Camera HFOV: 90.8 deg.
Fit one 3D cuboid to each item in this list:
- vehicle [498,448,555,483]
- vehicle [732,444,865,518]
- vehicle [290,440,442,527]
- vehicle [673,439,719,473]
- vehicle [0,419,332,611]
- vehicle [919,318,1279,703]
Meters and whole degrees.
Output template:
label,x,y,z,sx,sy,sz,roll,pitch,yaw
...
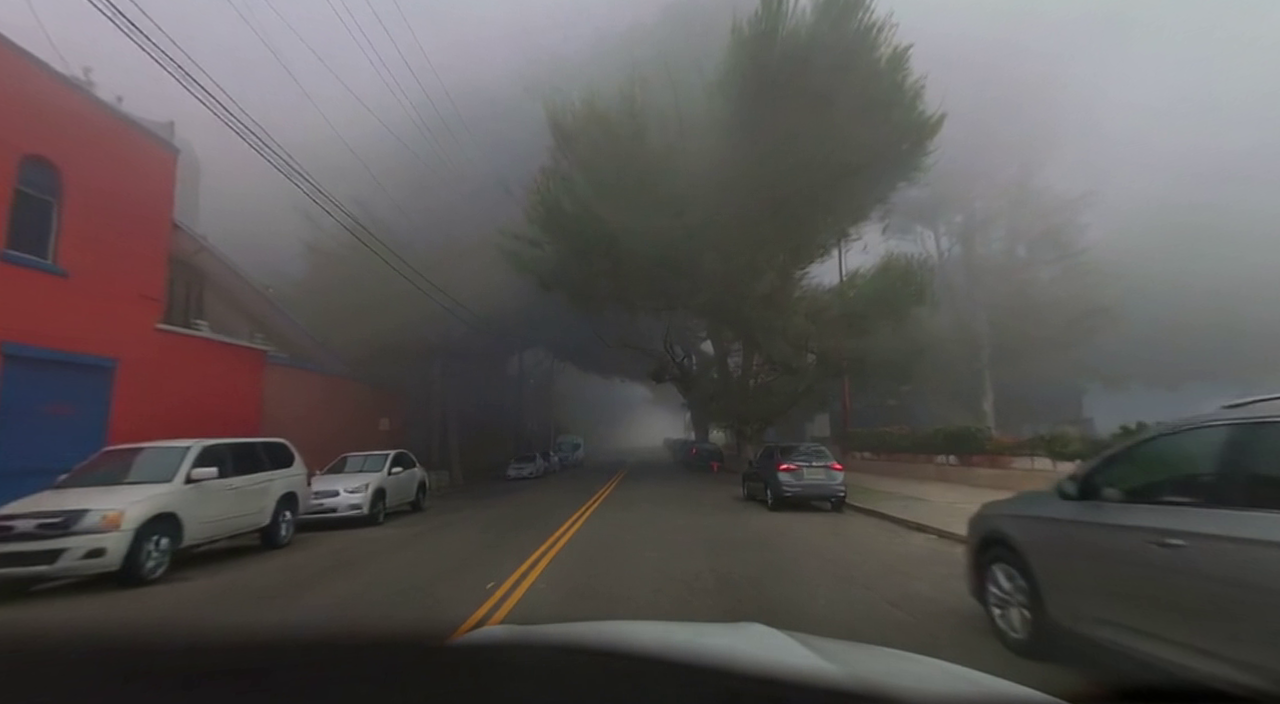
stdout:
label,x,y,z,sx,sy,sz,roll,pitch,yaw
vehicle,-5.826,5.885,32.932,1.910,1.488,3.999,-1,-6,6
vehicle,3.571,2.993,15.289,1.942,1.476,4.739,0,-9,-1
vehicle,-6.289,3.033,15.059,1.906,1.623,4.057,-4,-9,-2
vehicle,3.352,6.364,38.788,2.313,1.937,5.092,0,-9,0
vehicle,-6.202,1.959,8.518,1.983,1.809,4.503,-2,-9,-2
vehicle,3.455,0.879,2.885,2.182,1.824,4.622,0,-9,-1
